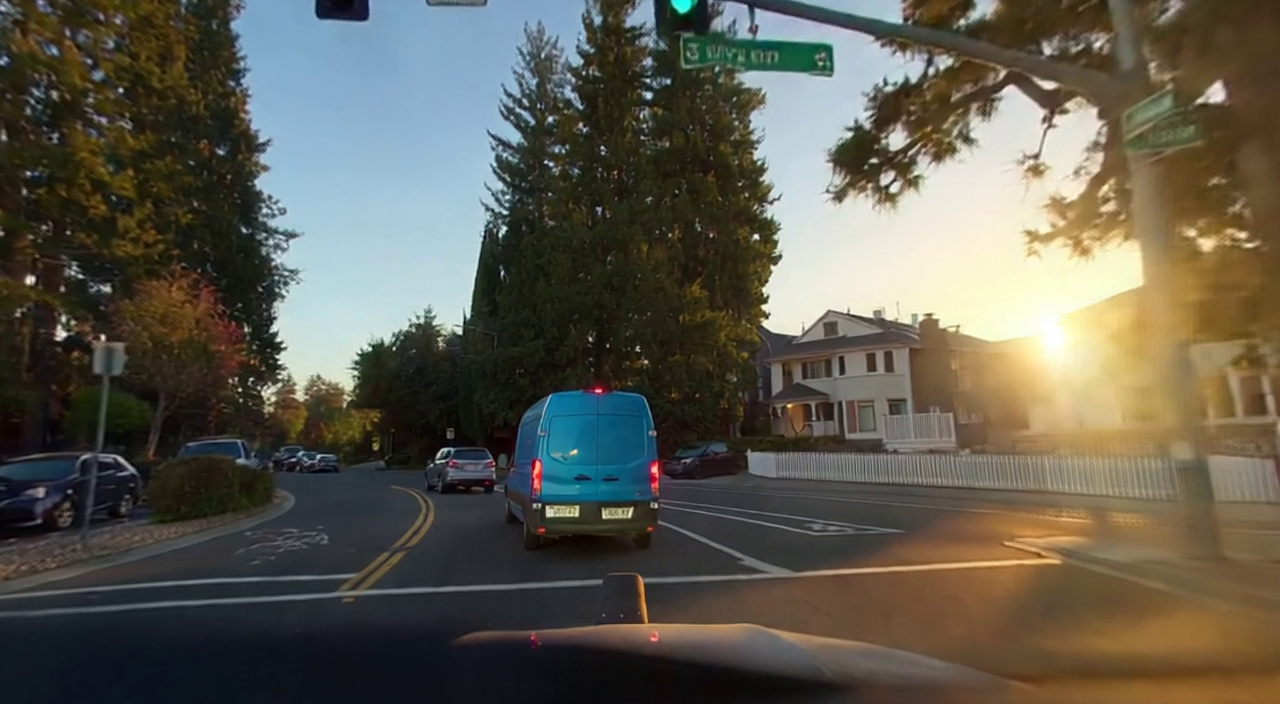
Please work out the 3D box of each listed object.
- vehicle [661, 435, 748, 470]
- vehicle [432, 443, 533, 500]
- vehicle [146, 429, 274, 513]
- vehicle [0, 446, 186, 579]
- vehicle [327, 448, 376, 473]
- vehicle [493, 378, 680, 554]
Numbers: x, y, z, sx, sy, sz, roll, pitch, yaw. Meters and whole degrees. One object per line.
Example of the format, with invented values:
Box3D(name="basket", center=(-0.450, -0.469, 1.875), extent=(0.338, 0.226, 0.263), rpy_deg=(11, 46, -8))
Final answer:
Box3D(name="vehicle", center=(3.554, 5.458, 34.392), extent=(4.559, 1.754, 1.985), rpy_deg=(6, -11, -37))
Box3D(name="vehicle", center=(-4.761, 3.429, 18.608), extent=(2.008, 1.445, 4.386), rpy_deg=(4, -9, -25))
Box3D(name="vehicle", center=(-11.516, 3.154, 17.366), extent=(2.228, 1.871, 5.492), rpy_deg=(4, -10, -28))
Box3D(name="vehicle", center=(-8.550, 2.066, 8.853), extent=(1.952, 1.461, 4.377), rpy_deg=(2, -9, -14))
Box3D(name="vehicle", center=(-18.461, 6.890, 40.351), extent=(1.911, 1.493, 4.291), rpy_deg=(6, -11, -36))
Box3D(name="vehicle", center=(-1.163, 1.764, 10.333), extent=(2.213, 2.124, 4.809), rpy_deg=(2, -9, -15))
